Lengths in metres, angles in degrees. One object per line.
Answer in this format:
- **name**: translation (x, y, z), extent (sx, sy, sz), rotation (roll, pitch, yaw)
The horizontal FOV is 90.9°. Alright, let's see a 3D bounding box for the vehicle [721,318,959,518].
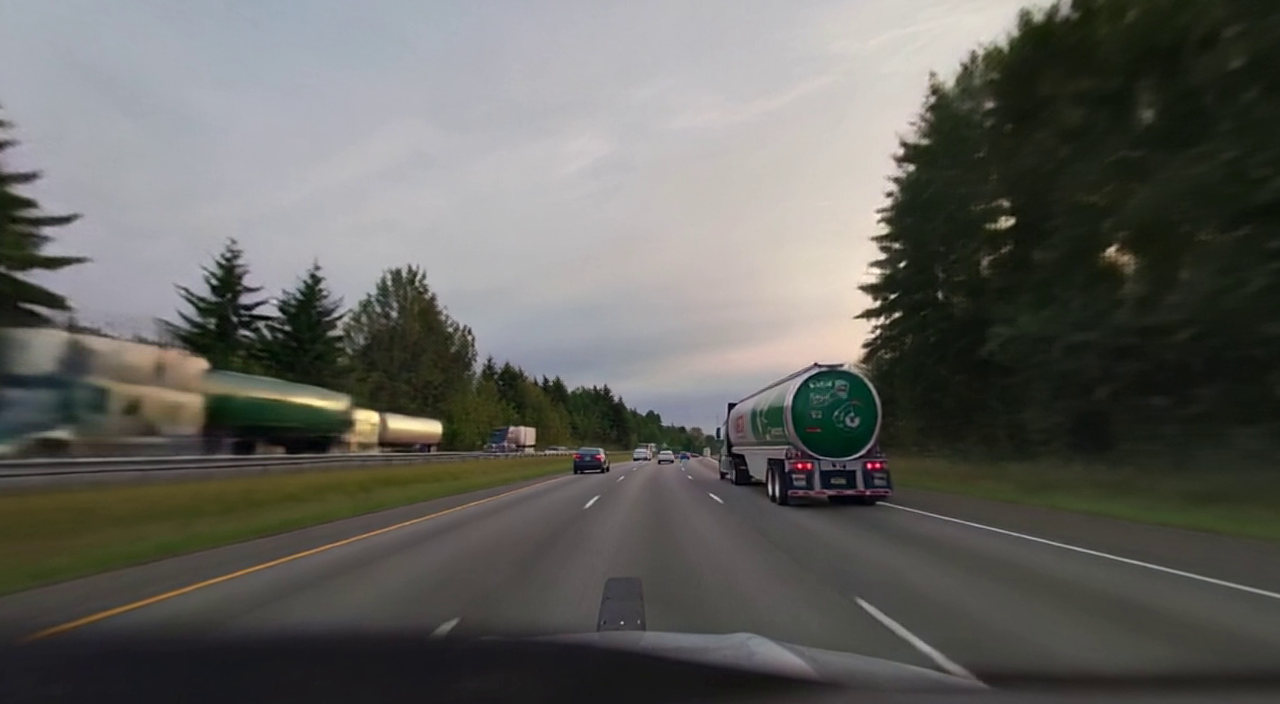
- **vehicle**: translation (4.847, 2.360, 19.548), extent (3.057, 3.993, 13.914), rotation (0, -9, 1)

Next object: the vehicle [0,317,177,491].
- **vehicle**: translation (-15.956, 1.533, 16.488), extent (2.905, 3.909, 5.792), rotation (-1, -9, 2)

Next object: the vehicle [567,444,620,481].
- **vehicle**: translation (-2.276, 5.581, 32.108), extent (2.205, 1.728, 4.397), rotation (-1, -9, 3)

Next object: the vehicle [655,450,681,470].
- **vehicle**: translation (2.197, 8.426, 49.341), extent (1.990, 1.537, 3.725), rotation (-1, -9, 3)
